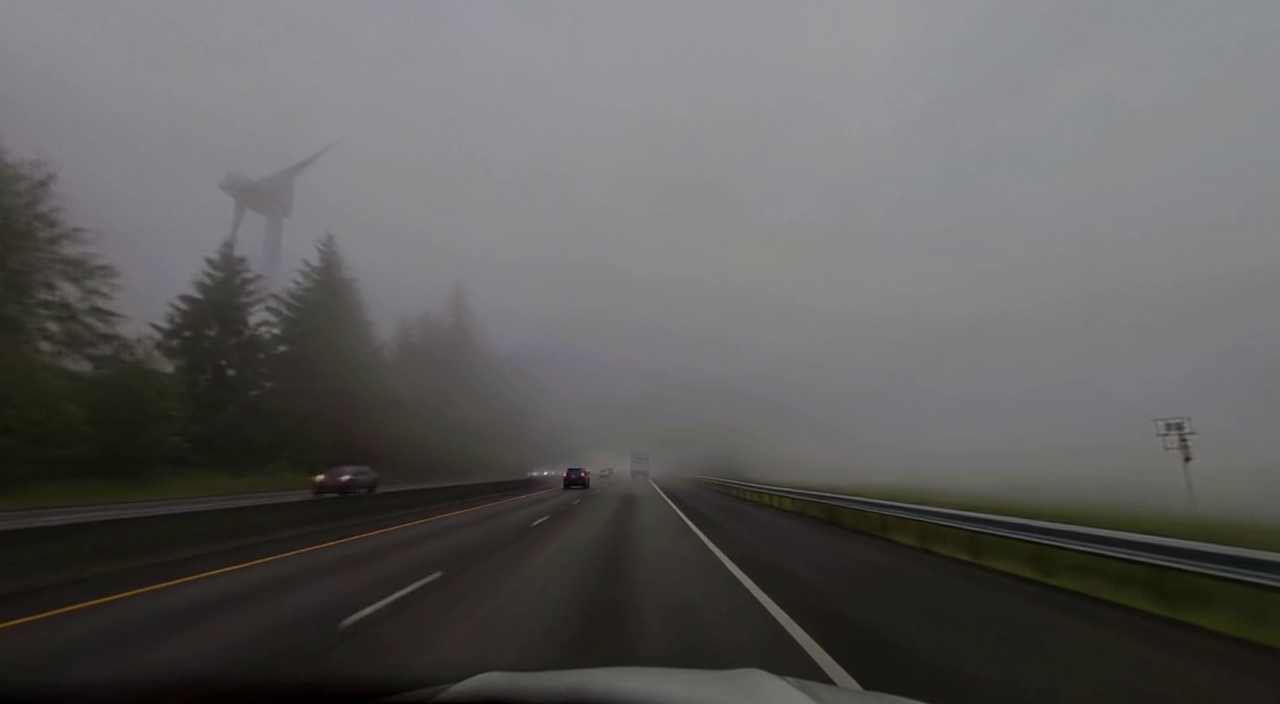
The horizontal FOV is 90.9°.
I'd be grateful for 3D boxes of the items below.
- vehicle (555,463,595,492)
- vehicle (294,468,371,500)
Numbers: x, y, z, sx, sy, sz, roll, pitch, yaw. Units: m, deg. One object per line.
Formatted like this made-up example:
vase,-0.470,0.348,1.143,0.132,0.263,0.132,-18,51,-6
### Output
vehicle,-4.137,8.106,40.883,2.124,1.705,4.440,1,-11,0
vehicle,-16.552,7.117,34.196,1.910,1.572,4.370,1,-11,0
